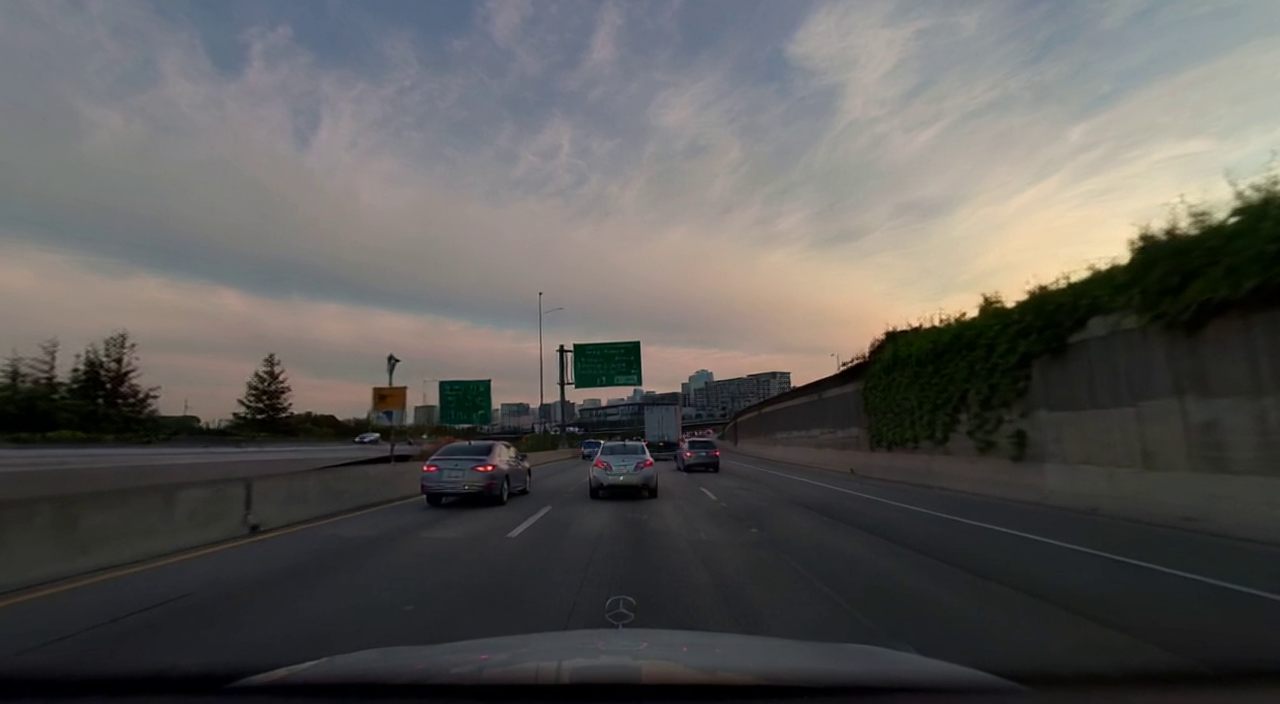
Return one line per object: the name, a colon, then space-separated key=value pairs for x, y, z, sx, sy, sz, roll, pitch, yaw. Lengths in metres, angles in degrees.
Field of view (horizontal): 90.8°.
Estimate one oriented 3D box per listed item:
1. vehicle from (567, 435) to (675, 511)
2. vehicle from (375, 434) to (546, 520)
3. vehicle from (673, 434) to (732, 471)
vehicle: x=-0.329 y=2.689 z=14.505 sx=2.136 sy=1.470 sz=3.971 roll=-1 pitch=-9 yaw=1
vehicle: x=-3.542 y=2.586 z=13.678 sx=2.130 sy=1.474 sz=5.027 roll=-1 pitch=-9 yaw=1
vehicle: x=2.983 y=4.933 z=31.123 sx=2.166 sy=1.666 sz=4.618 roll=0 pitch=-9 yaw=-3
